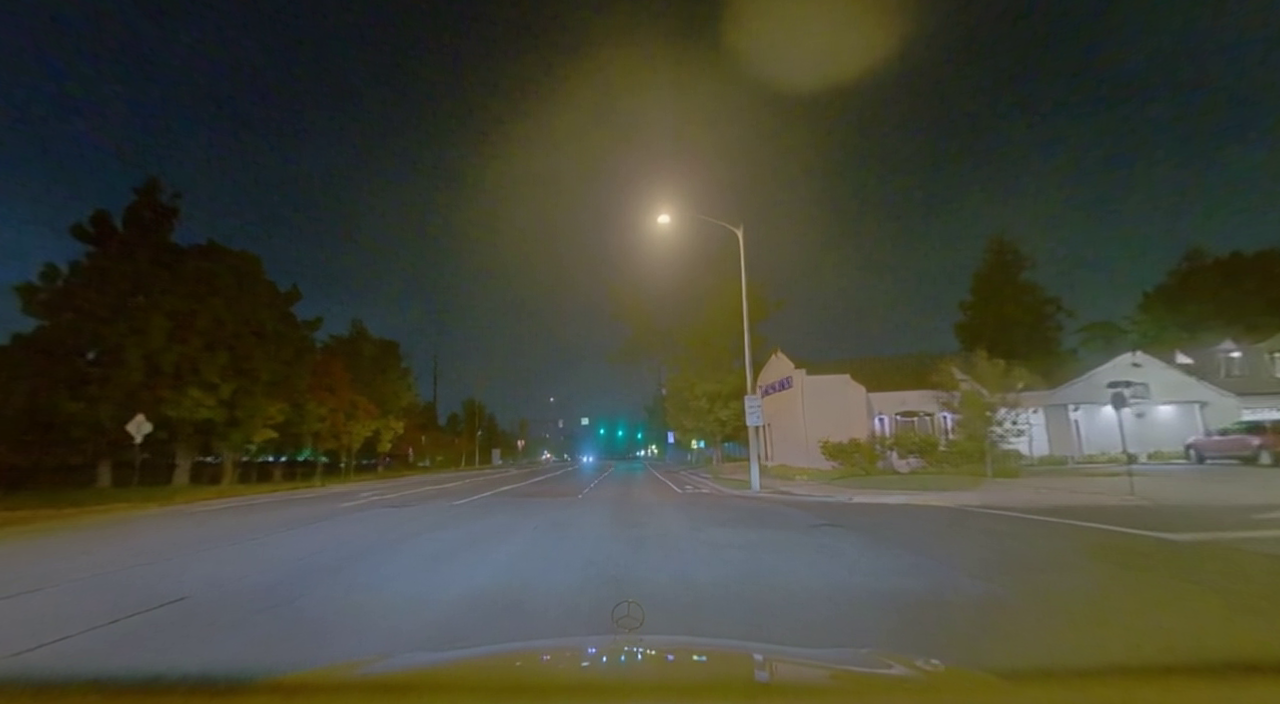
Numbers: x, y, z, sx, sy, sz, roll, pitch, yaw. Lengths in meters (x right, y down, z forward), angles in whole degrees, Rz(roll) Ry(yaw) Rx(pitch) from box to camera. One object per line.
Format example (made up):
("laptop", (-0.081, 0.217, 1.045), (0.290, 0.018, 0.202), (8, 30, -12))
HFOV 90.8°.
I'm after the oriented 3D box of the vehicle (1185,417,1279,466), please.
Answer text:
("vehicle", (21.946, 3.095, 21.660), (2.028, 1.584, 4.971), (0, -9, 0))
